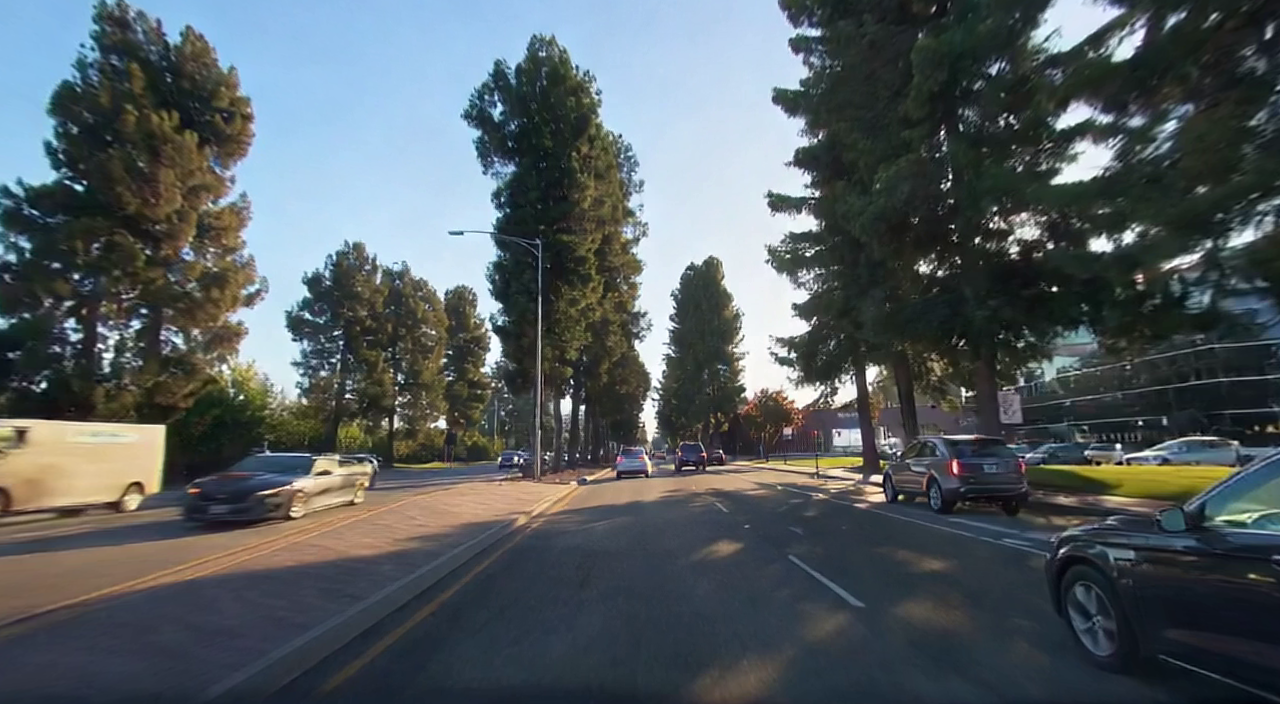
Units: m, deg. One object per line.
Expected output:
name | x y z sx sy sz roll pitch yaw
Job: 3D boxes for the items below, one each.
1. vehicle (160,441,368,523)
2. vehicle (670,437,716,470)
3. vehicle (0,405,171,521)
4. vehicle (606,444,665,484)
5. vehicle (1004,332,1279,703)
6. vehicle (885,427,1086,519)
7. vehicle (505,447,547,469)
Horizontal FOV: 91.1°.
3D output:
vehicle | -8.846 3.055 15.404 2.253 1.699 4.438 0 -9 1
vehicle | 3.648 7.192 44.613 2.716 2.131 5.766 0 -8 0
vehicle | -16.072 2.900 16.694 2.450 2.674 5.904 0 -8 1
vehicle | -0.183 4.749 26.937 2.315 1.563 4.080 0 -8 0
vehicle | 3.597 0.741 2.033 2.090 1.763 4.560 0 -8 0
vehicle | 7.558 2.672 14.391 2.090 1.768 4.407 0 -8 0
vehicle | -8.498 7.918 47.099 2.082 1.588 4.710 0 -9 2
